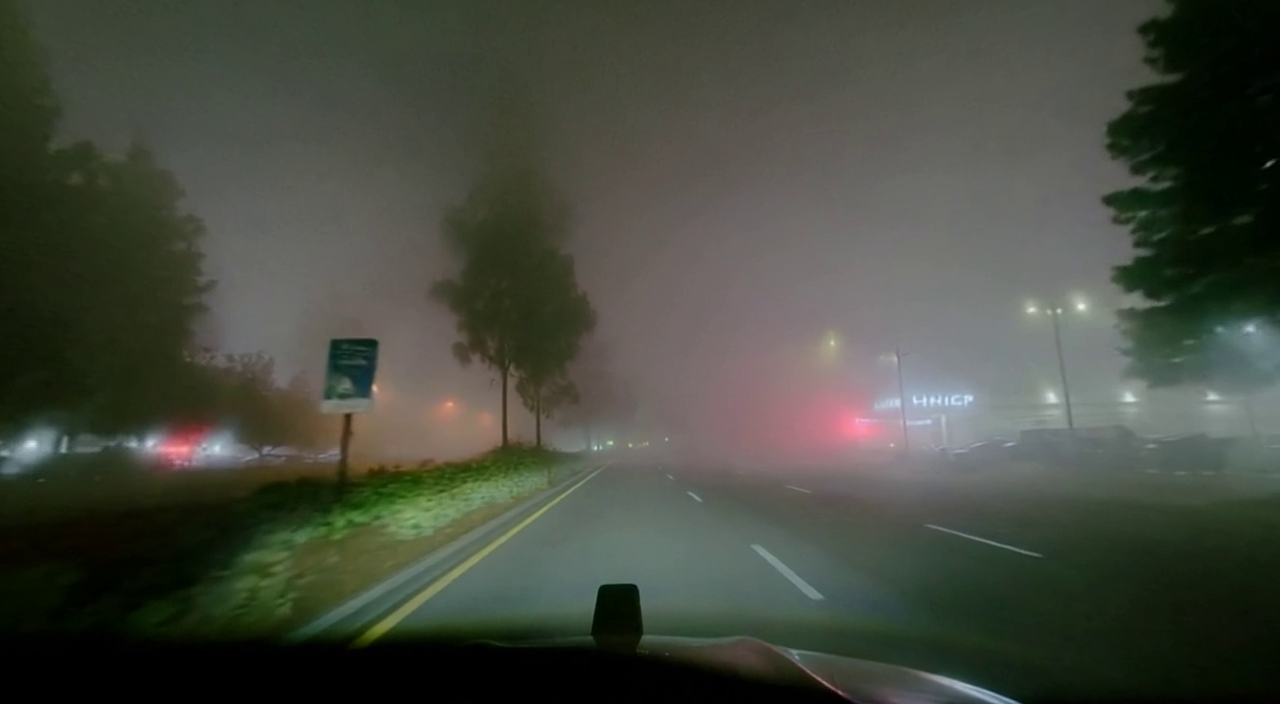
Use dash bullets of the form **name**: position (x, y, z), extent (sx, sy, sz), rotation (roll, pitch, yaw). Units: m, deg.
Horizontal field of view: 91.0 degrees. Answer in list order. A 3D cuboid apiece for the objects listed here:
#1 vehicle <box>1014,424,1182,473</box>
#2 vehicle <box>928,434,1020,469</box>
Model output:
- **vehicle**: position (19.225, 4.090, 26.839), extent (2.151, 1.838, 5.534), rotation (3, -9, -15)
- **vehicle**: position (19.256, 5.767, 36.659), extent (2.179, 1.767, 5.837), rotation (-2, -8, 0)
